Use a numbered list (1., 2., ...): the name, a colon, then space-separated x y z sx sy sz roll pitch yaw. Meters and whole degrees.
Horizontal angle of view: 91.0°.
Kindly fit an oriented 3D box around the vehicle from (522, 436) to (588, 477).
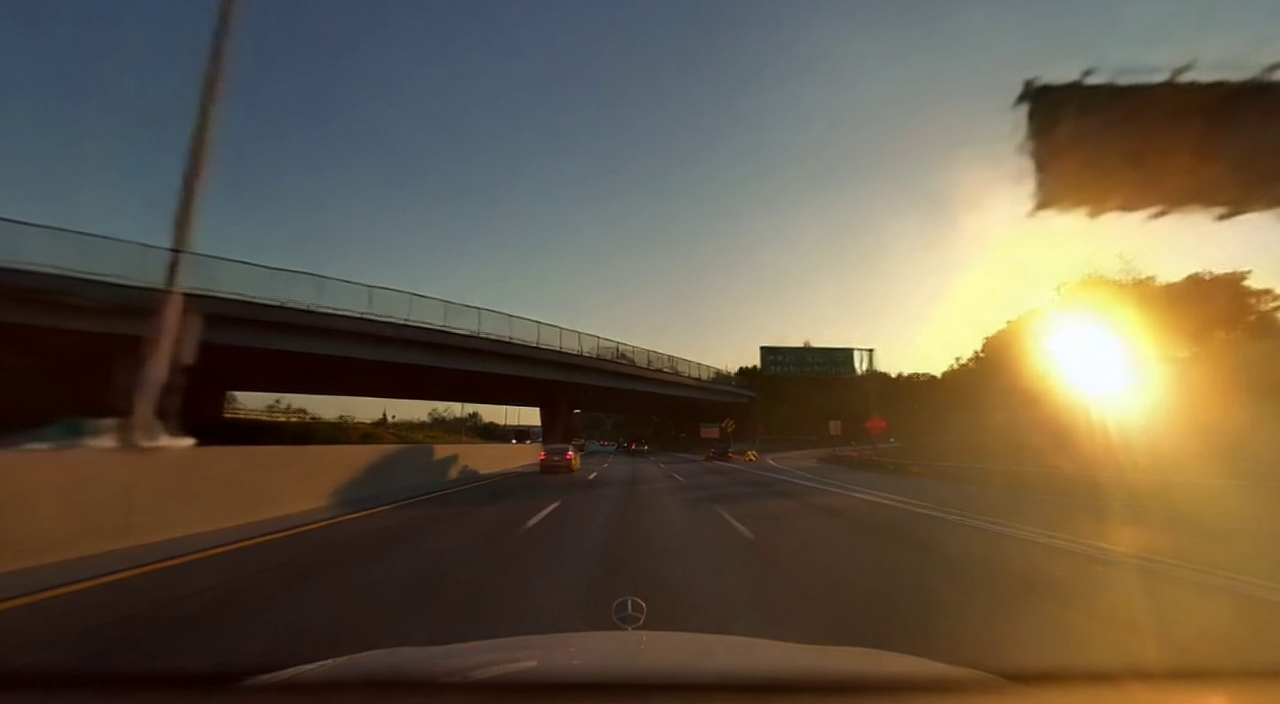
1. vehicle: -3.585 4.540 27.551 2.160 1.608 5.012 0 -8 0

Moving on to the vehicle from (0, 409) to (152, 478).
1. vehicle: -15.976 2.469 17.050 1.901 1.628 4.389 0 -8 1
